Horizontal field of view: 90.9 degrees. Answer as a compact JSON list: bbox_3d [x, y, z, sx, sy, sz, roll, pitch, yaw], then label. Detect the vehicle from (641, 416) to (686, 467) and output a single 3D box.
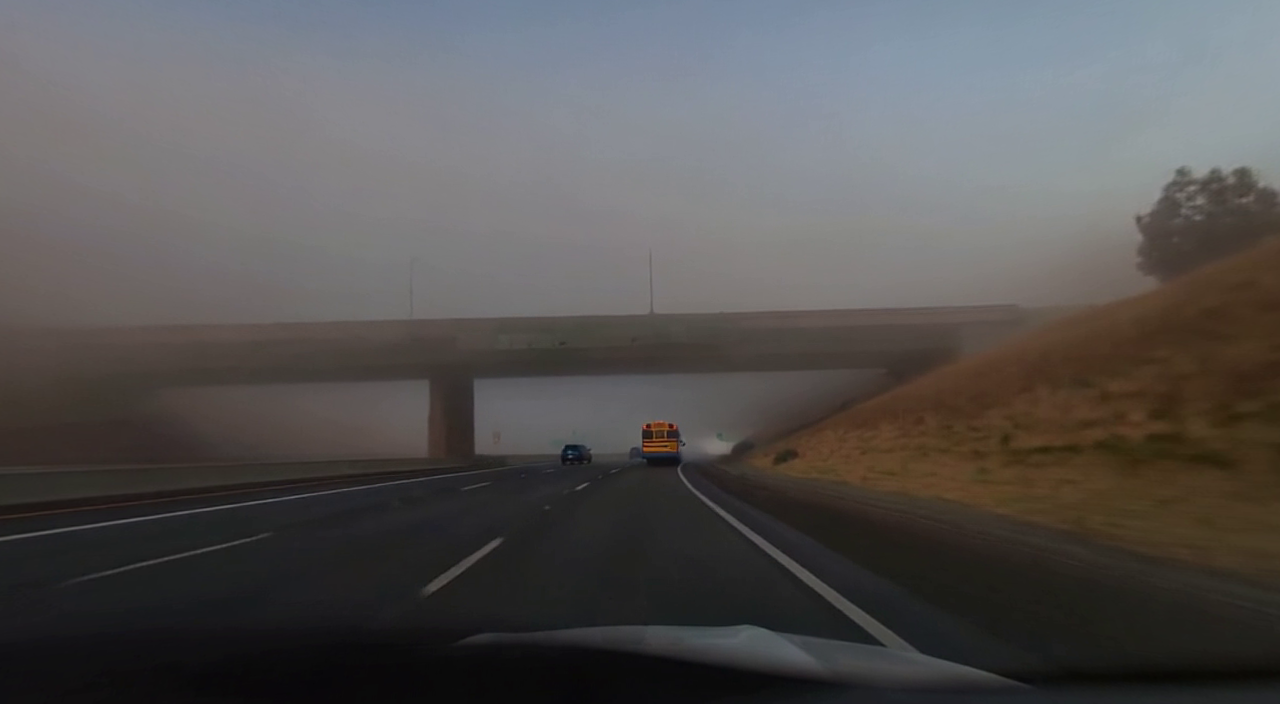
[{"bbox_3d":[1.846,6.641,46.532,2.945,3.295,10.406,0,-8,3],"label":"vehicle"}]
